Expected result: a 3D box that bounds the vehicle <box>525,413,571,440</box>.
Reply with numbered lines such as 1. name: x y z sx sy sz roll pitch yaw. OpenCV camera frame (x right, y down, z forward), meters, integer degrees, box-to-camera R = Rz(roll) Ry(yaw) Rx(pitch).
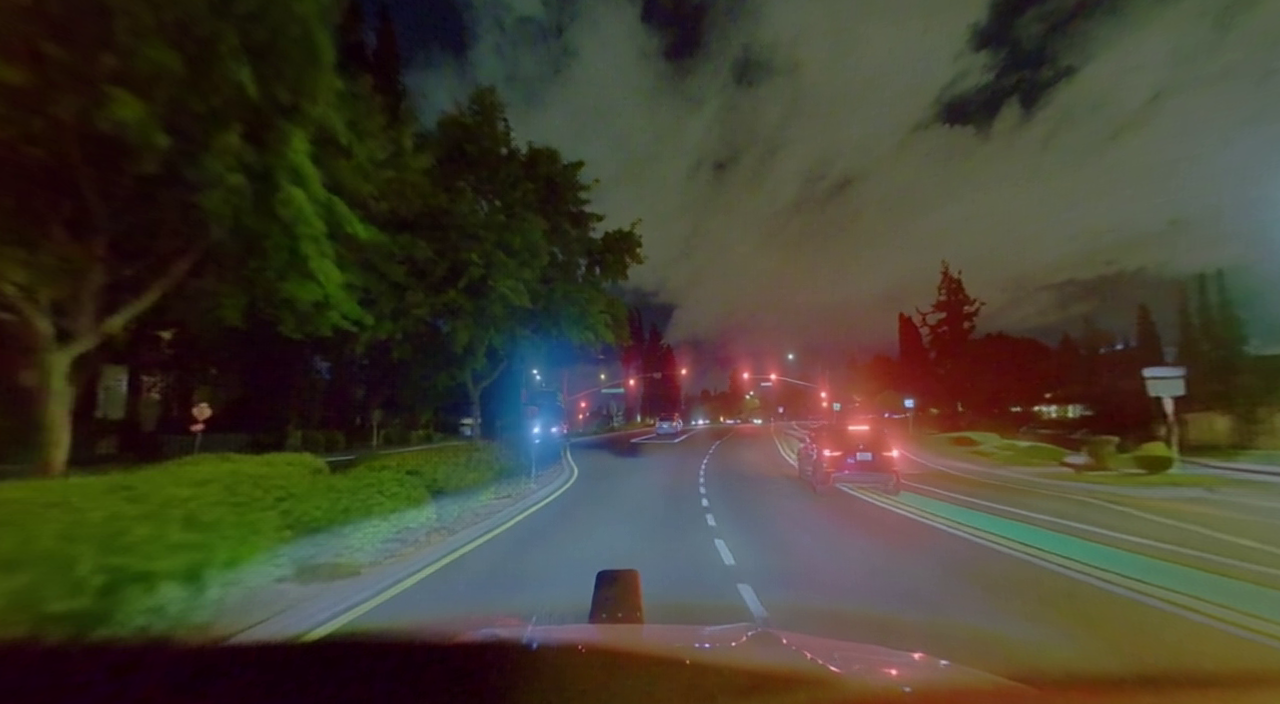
1. vehicle: -6.828 5.632 47.483 2.182 1.843 4.604 -1 -9 8
